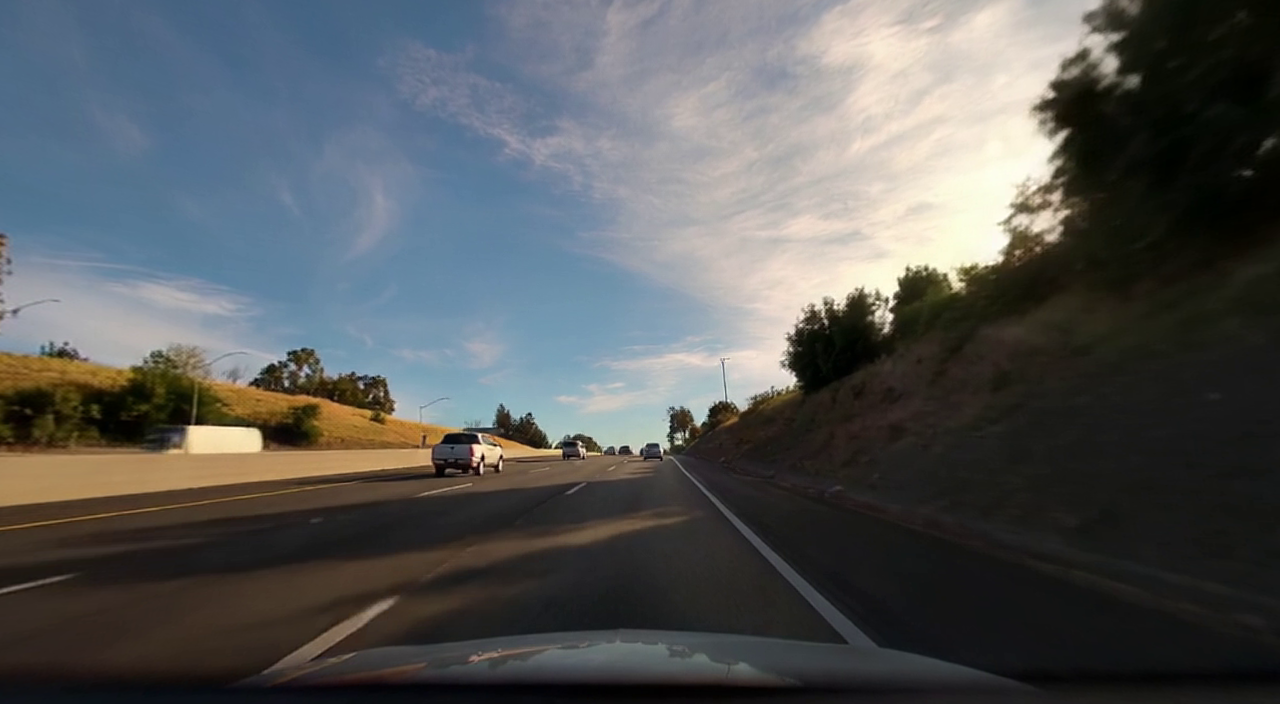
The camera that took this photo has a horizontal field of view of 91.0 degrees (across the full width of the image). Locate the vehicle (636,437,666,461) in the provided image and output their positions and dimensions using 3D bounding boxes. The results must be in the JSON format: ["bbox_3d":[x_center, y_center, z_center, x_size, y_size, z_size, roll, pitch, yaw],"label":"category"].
[{"bbox_3d":[0.816,7.238,47.213,2.141,1.706,4.065,0,-8,0],"label":"vehicle"}]

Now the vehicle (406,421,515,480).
[{"bbox_3d":[-6.669,3.743,24.203,2.438,1.967,5.596,0,-8,1],"label":"vehicle"}]
